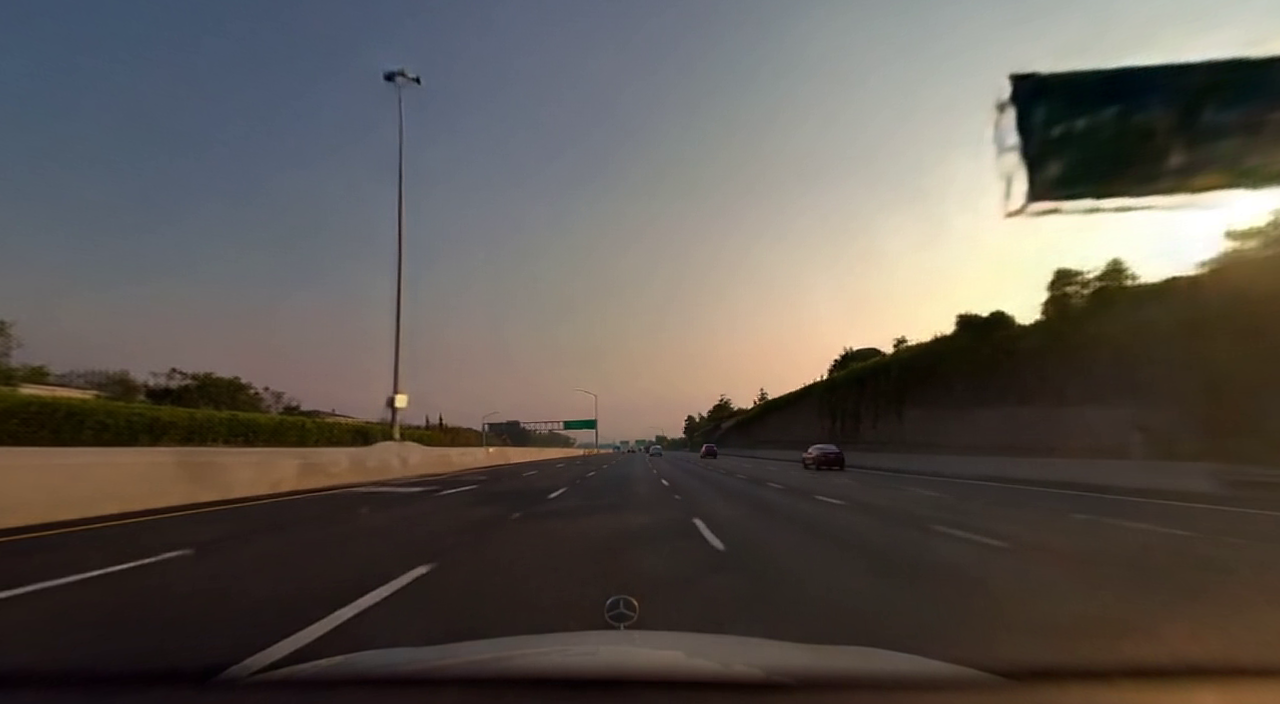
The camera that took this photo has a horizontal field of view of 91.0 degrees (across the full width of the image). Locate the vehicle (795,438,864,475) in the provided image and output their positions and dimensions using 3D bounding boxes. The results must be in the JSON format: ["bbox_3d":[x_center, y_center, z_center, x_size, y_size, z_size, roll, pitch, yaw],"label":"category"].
[{"bbox_3d":[9.734,5.418,32.781,2.167,1.781,4.340,0,-9,-1],"label":"vehicle"}]
